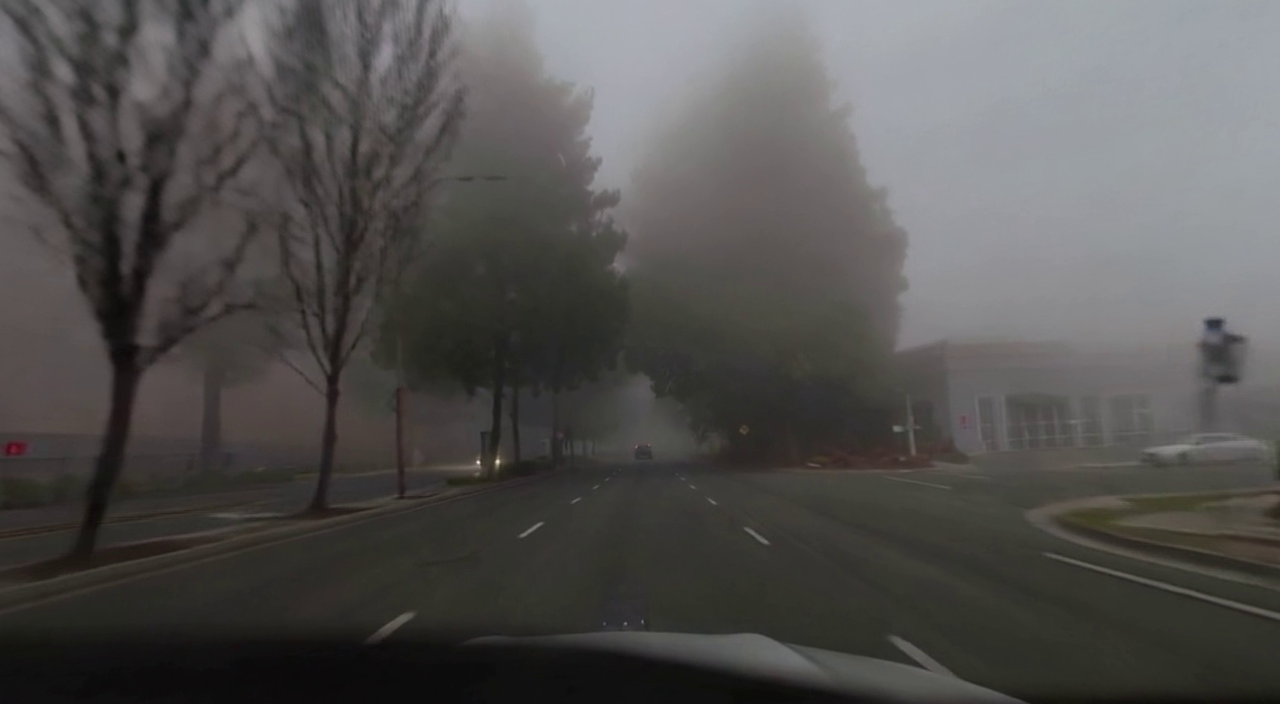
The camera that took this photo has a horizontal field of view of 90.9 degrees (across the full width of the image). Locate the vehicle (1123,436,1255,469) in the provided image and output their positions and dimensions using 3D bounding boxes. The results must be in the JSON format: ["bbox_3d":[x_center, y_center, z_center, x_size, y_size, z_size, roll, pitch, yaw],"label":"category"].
[{"bbox_3d":[24.383,4.472,28.082,4.253,1.418,1.776,0,-9,-2],"label":"vehicle"}]
